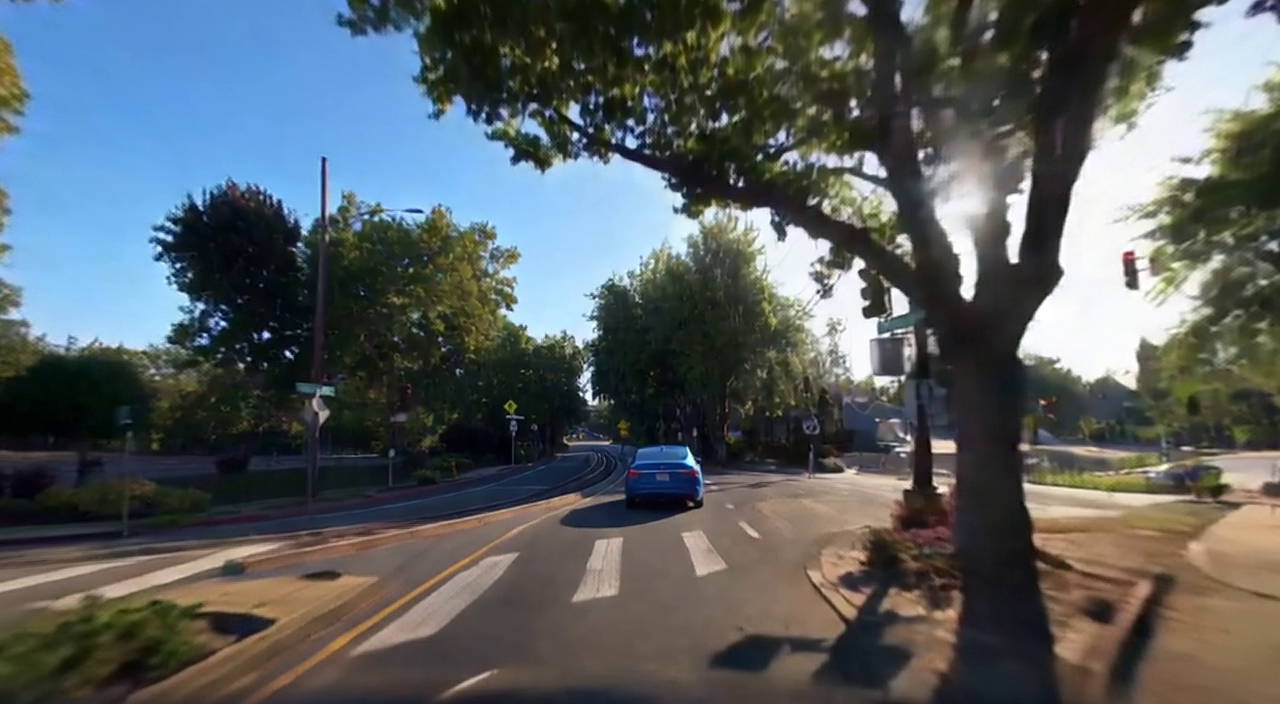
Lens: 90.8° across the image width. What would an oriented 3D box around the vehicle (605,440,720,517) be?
[{"bbox_3d":[0.549,2.837,14.782,2.295,1.510,4.364,0,-8,3],"label":"vehicle"}]
